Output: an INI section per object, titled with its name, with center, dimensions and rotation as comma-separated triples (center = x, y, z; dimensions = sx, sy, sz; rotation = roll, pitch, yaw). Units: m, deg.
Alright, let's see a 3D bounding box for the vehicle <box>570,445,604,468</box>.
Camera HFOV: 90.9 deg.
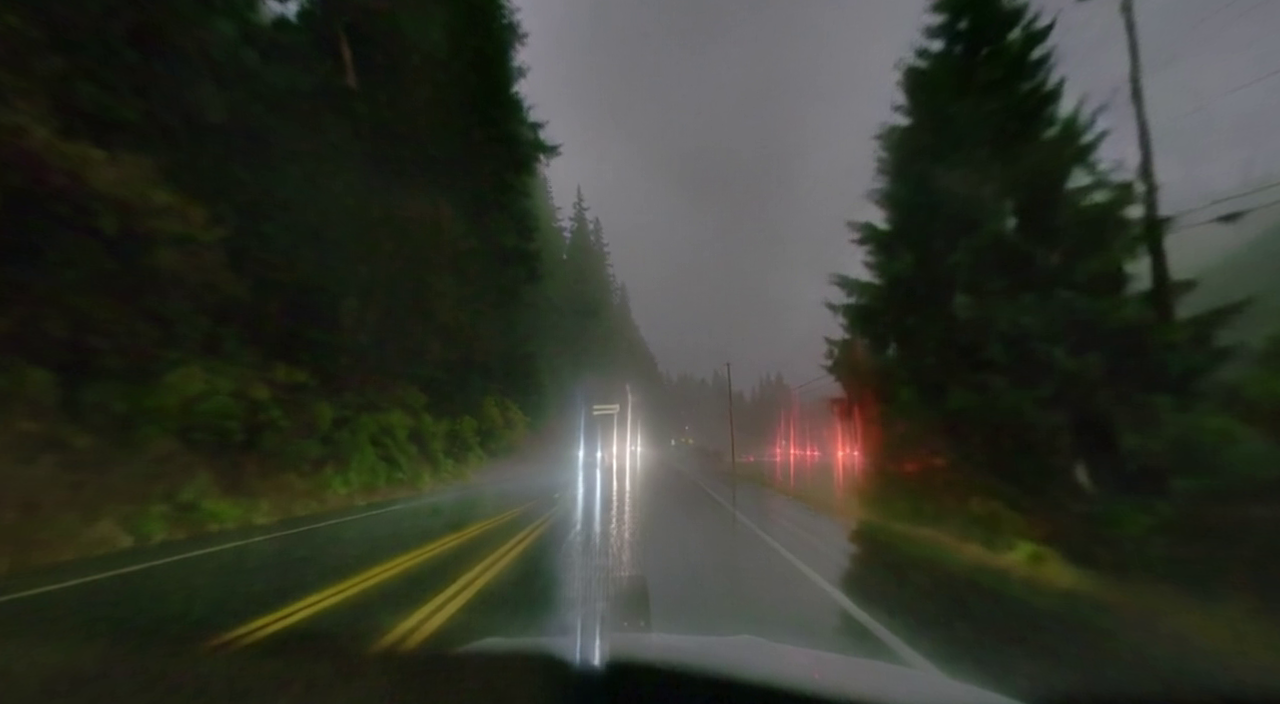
[vehicle]
center = -3.562, 7.076, 42.946
dimensions = 1.816, 1.473, 3.689
rotation = 0, -8, 2
